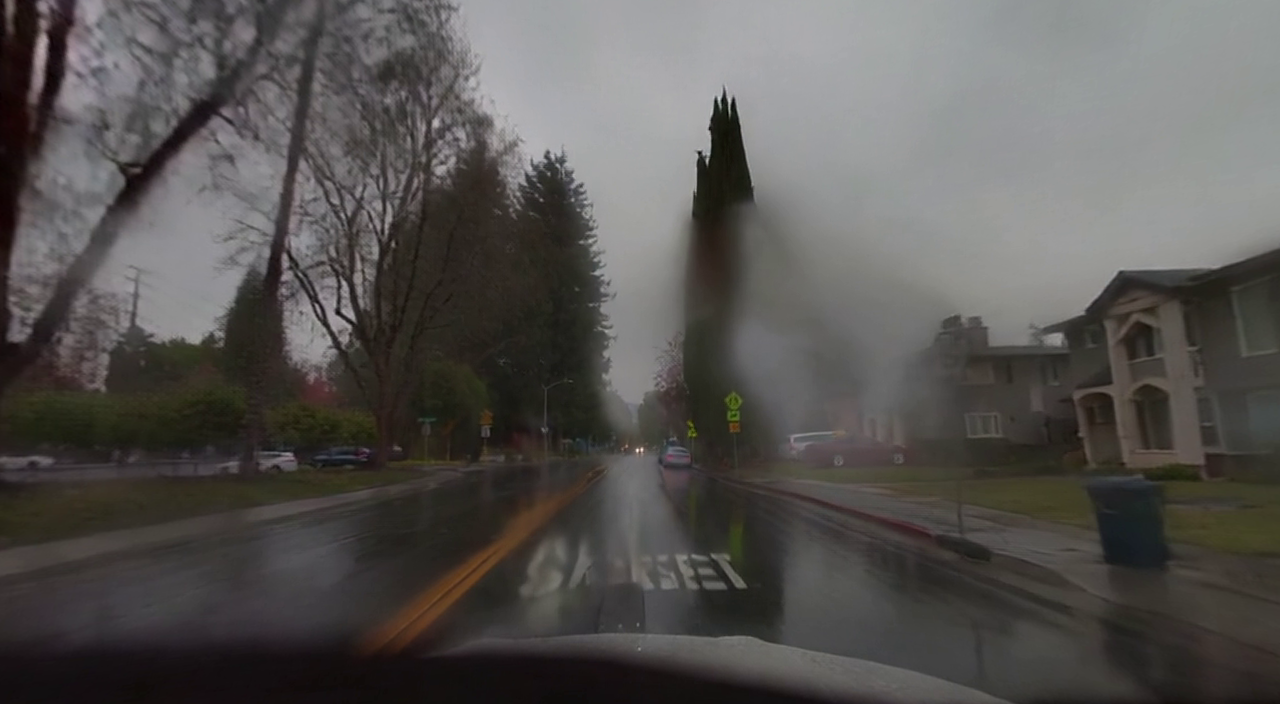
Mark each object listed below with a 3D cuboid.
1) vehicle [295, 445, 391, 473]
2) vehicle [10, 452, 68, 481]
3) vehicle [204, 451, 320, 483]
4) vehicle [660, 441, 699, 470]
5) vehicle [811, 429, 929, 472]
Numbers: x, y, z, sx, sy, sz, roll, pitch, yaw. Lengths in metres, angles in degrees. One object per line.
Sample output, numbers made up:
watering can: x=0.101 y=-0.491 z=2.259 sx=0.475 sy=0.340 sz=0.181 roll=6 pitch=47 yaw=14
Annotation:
vehicle: x=-19.977 y=7.213 z=42.661 sx=2.059 sy=1.746 sz=5.388 roll=-8 pitch=-12 yaw=42
vehicle: x=-36.552 y=6.917 z=38.370 sx=4.177 sy=1.621 sz=1.965 roll=-7 pitch=-12 yaw=40
vehicle: x=-19.290 y=5.859 z=32.376 sx=4.691 sy=1.483 sz=1.955 roll=9 pitch=-12 yaw=-44
vehicle: x=2.671 y=7.204 z=44.134 sx=2.221 sy=1.892 sz=5.555 roll=1 pitch=-9 yaw=-2
vehicle: x=10.909 y=4.710 z=30.223 sx=4.750 sy=1.658 sz=1.902 roll=-4 pitch=-10 yaw=0
